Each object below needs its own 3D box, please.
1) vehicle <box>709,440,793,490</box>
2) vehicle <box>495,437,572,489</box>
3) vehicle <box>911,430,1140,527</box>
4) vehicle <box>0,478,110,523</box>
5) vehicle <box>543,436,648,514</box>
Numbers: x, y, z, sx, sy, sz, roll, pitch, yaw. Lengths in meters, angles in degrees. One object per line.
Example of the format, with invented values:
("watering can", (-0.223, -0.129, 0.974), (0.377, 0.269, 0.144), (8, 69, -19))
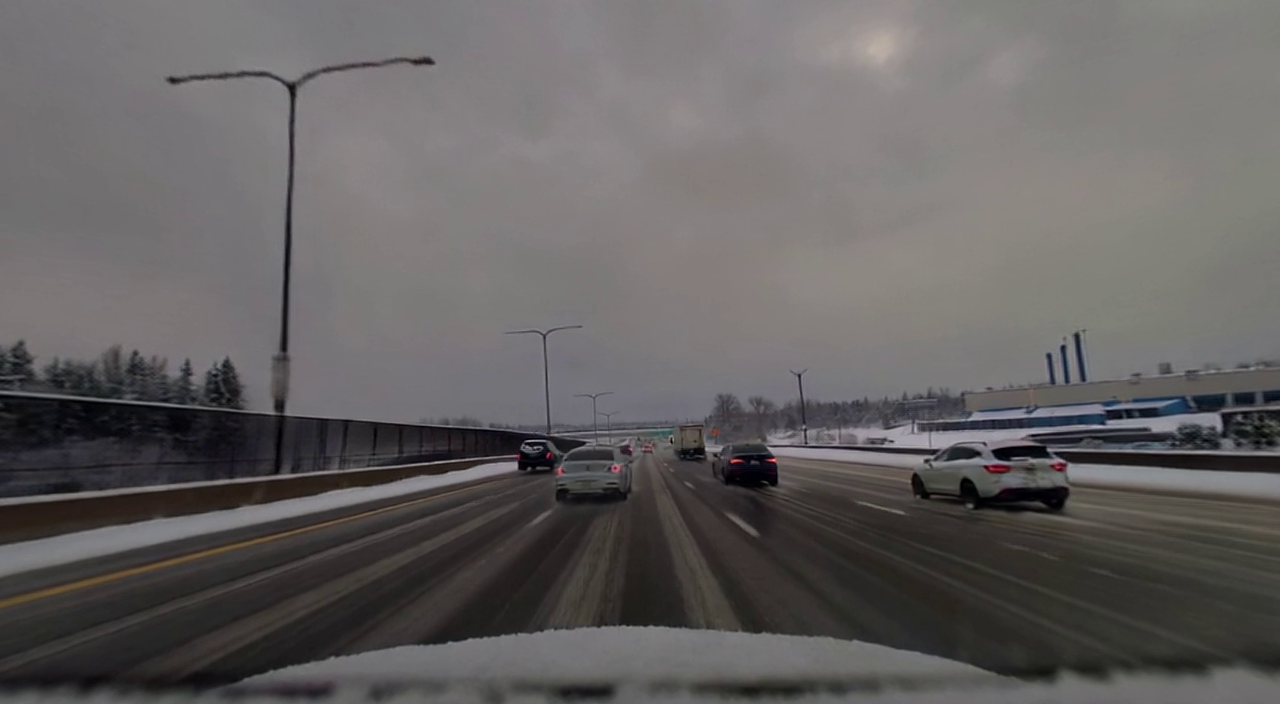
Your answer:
("vehicle", (3.575, 3.714, 21.176), (1.942, 1.453, 4.329), (0, -8, -1))
("vehicle", (-3.713, 3.945, 22.788), (2.036, 1.669, 4.112), (-1, -8, 1))
("vehicle", (7.047, 2.314, 12.135), (1.860, 1.520, 3.961), (0, -8, 0))
("vehicle", (-37.735, 9.300, 39.946), (2.658, 2.105, 7.468), (1, -8, -8))
("vehicle", (-0.877, 2.845, 15.273), (2.067, 1.555, 4.851), (-1, -8, 2))
